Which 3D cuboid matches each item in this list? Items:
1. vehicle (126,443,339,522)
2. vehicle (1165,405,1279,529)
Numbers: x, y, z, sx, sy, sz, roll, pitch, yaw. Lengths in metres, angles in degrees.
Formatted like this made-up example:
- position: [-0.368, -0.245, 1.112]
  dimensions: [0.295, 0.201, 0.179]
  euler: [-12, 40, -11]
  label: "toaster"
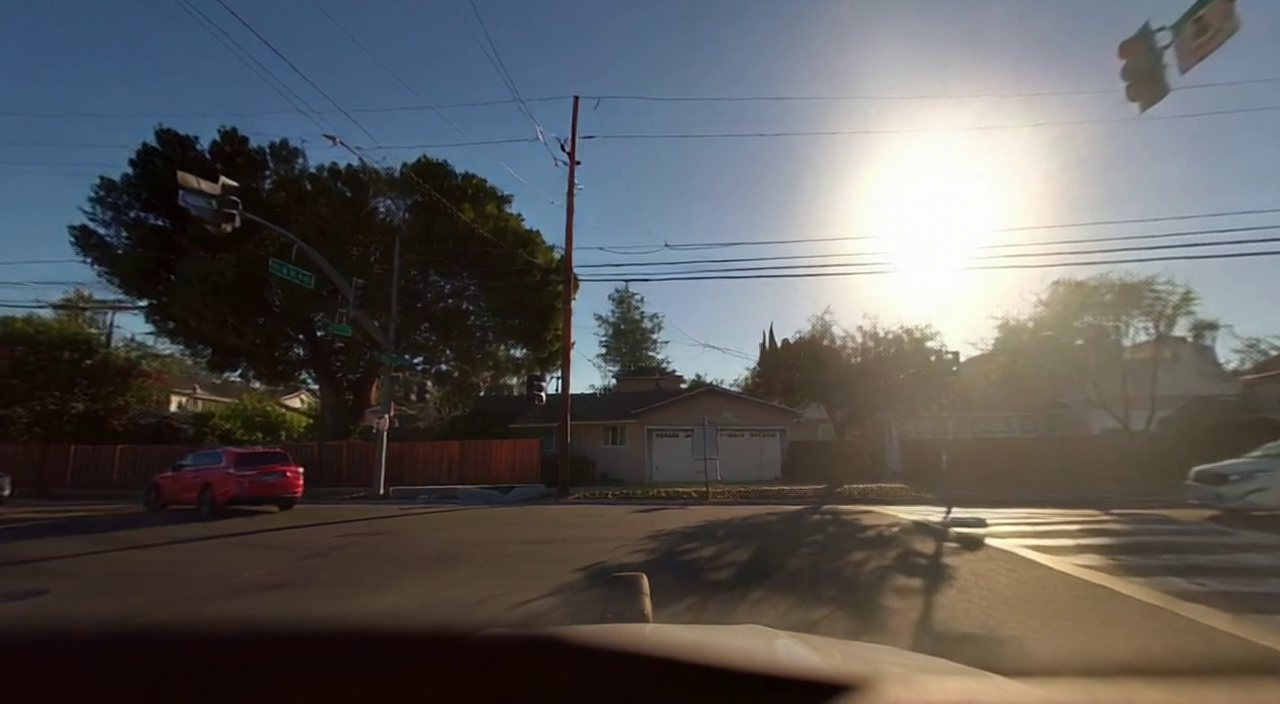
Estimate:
- position: [-9.243, 2.833, 14.269]
  dimensions: [4.512, 1.506, 2.078]
  euler: [-5, -9, 29]
  label: "vehicle"
- position: [11.316, 1.698, 9.554]
  dimensions: [4.600, 1.722, 2.074]
  euler: [-2, -8, 10]
  label: "vehicle"
